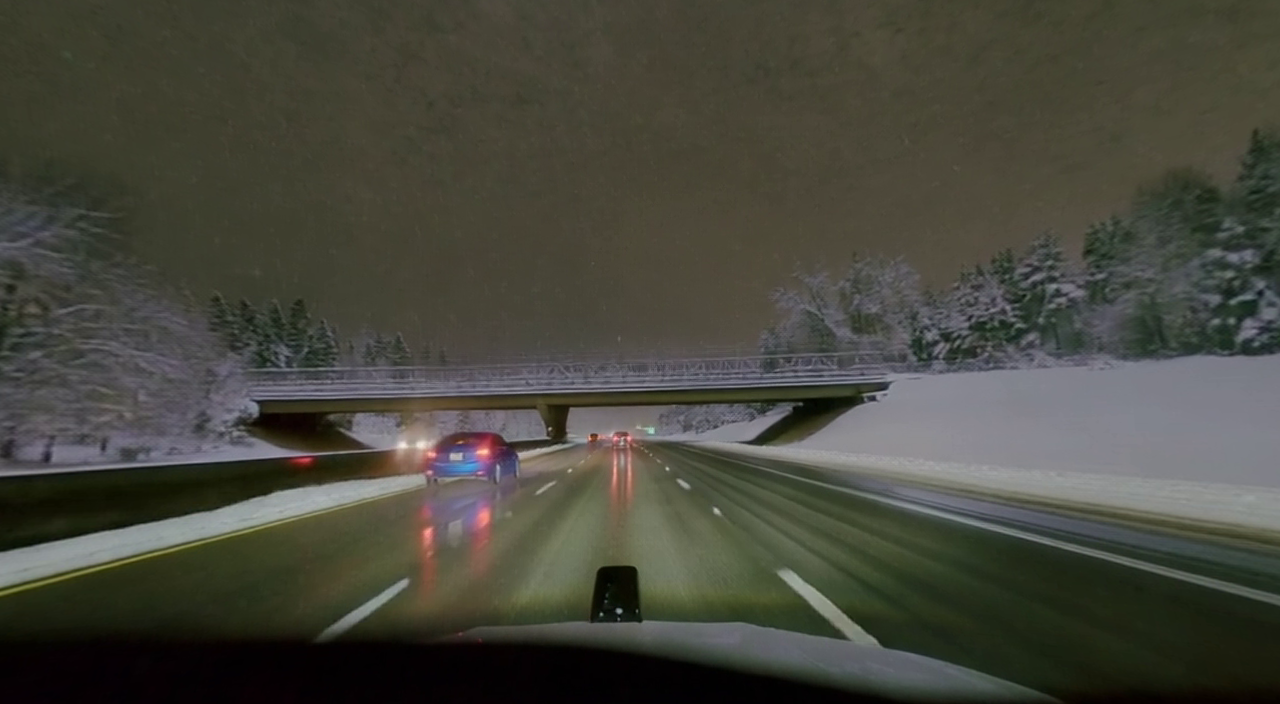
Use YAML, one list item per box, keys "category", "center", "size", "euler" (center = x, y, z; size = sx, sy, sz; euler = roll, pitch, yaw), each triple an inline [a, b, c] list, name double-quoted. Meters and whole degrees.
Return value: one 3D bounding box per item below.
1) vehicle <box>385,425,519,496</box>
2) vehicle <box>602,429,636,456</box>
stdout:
- category: "vehicle"
  center: [-4.521, 2.670, 15.952]
  size: [2.017, 1.537, 4.496]
  euler: [0, -8, 0]
- category: "vehicle"
  center: [-1.314, 5.938, 41.368]
  size: [2.116, 1.625, 4.004]
  euler: [0, -8, 0]
